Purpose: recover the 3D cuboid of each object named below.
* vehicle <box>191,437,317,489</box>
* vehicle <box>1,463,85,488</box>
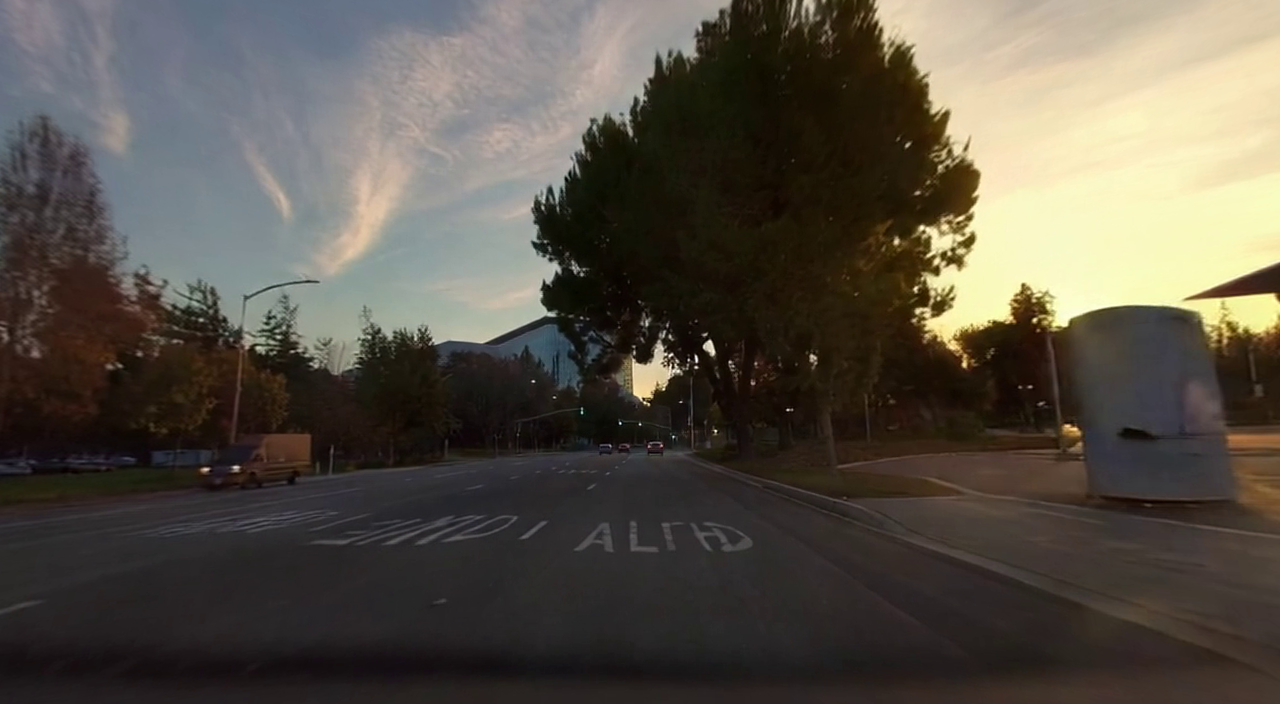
[{"bbox_3d":[-17.456,5.019,28.837,2.331,2.109,5.400,0,-8,0],"label":"vehicle"},{"bbox_3d":[-41.725,8.617,43.921,4.294,1.512,1.800,-3,-9,5],"label":"vehicle"}]
